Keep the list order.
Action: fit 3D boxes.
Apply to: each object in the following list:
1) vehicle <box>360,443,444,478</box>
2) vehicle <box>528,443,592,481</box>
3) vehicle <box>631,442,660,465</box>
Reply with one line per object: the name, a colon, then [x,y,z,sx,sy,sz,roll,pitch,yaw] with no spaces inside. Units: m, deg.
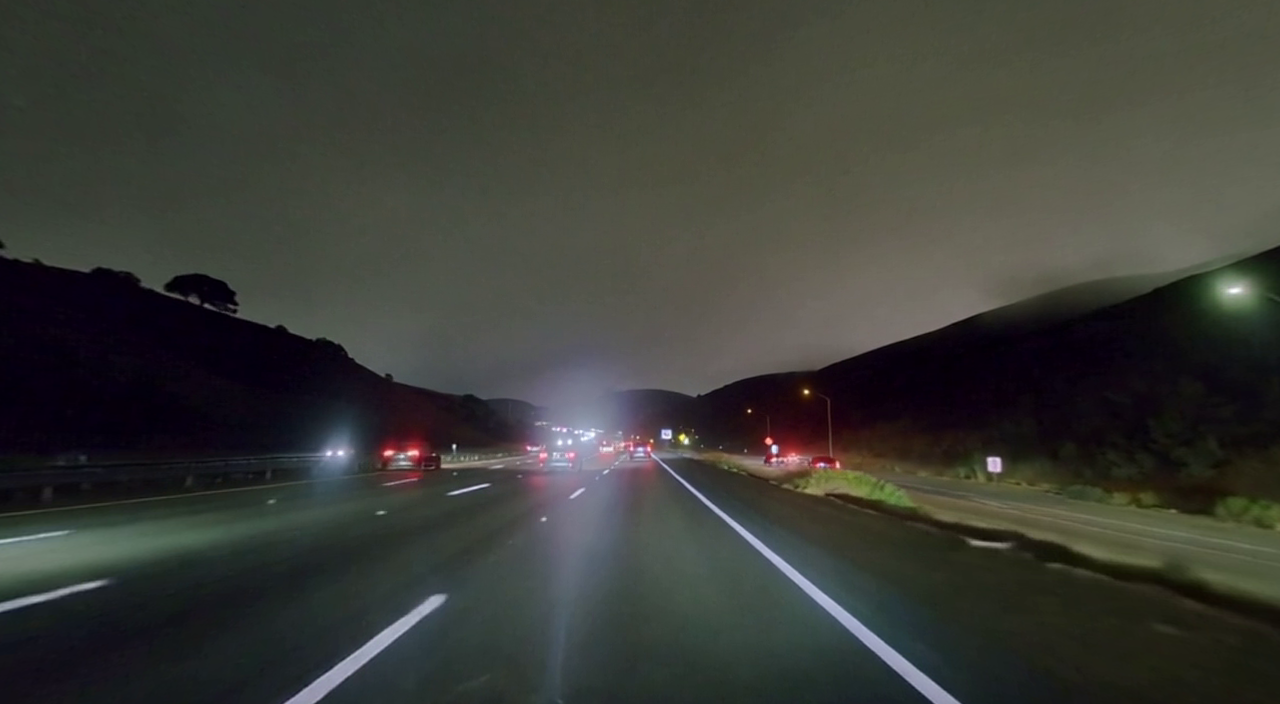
vehicle: [-10.952,5.016,29.455,1.945,1.466,4.947,-1,-8,1]
vehicle: [-3.352,4.719,27.448,2.080,1.505,4.649,-1,-8,1]
vehicle: [0.433,7.680,47.929,2.138,1.674,4.044,-1,-8,1]
